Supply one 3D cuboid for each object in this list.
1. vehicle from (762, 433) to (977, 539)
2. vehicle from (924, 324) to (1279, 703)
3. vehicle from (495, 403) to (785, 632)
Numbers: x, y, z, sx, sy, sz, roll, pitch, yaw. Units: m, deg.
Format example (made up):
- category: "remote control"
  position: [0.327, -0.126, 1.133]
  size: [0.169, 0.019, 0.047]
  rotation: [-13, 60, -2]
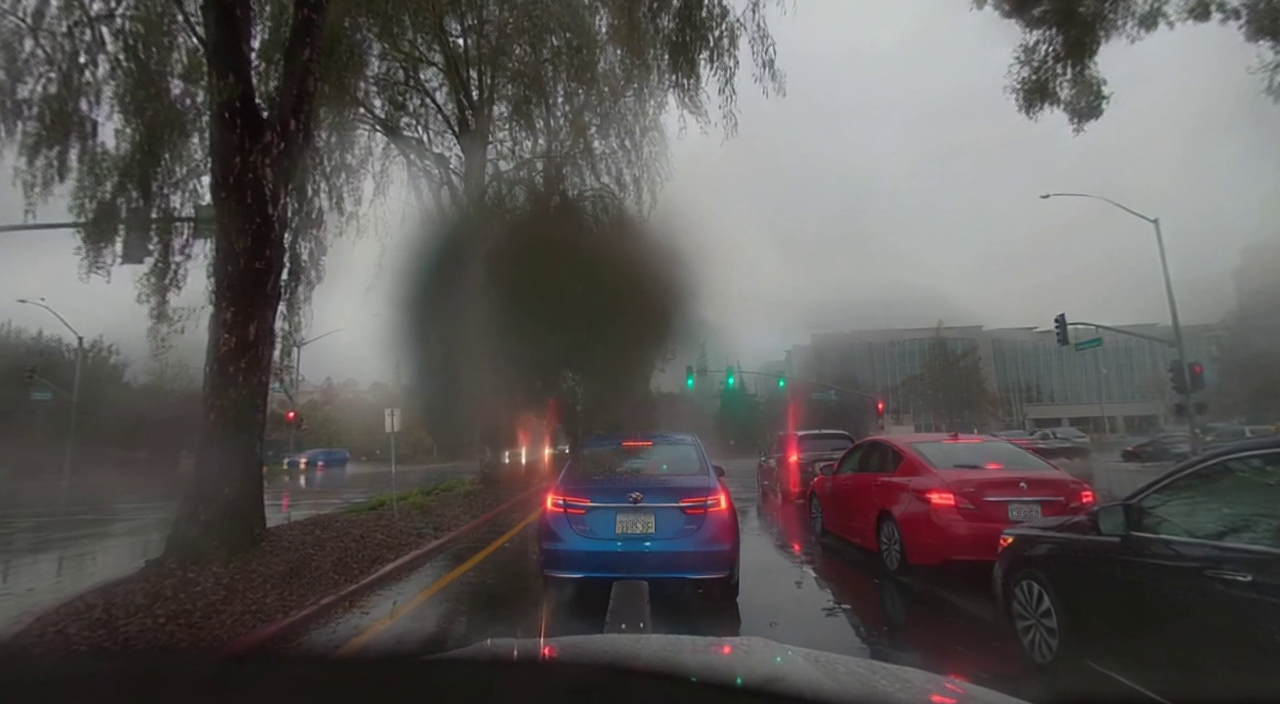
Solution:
- category: "vehicle"
  position: [3.699, 2.255, 11.293]
  size: [2.054, 1.482, 4.654]
  rotation: [0, -9, -1]
- category: "vehicle"
  position: [3.725, 0.929, 3.424]
  size: [2.162, 1.829, 4.519]
  rotation: [0, -9, -1]
- category: "vehicle"
  position: [-0.014, 1.476, 6.508]
  size: [2.074, 1.631, 3.793]
  rotation: [0, -9, 0]
